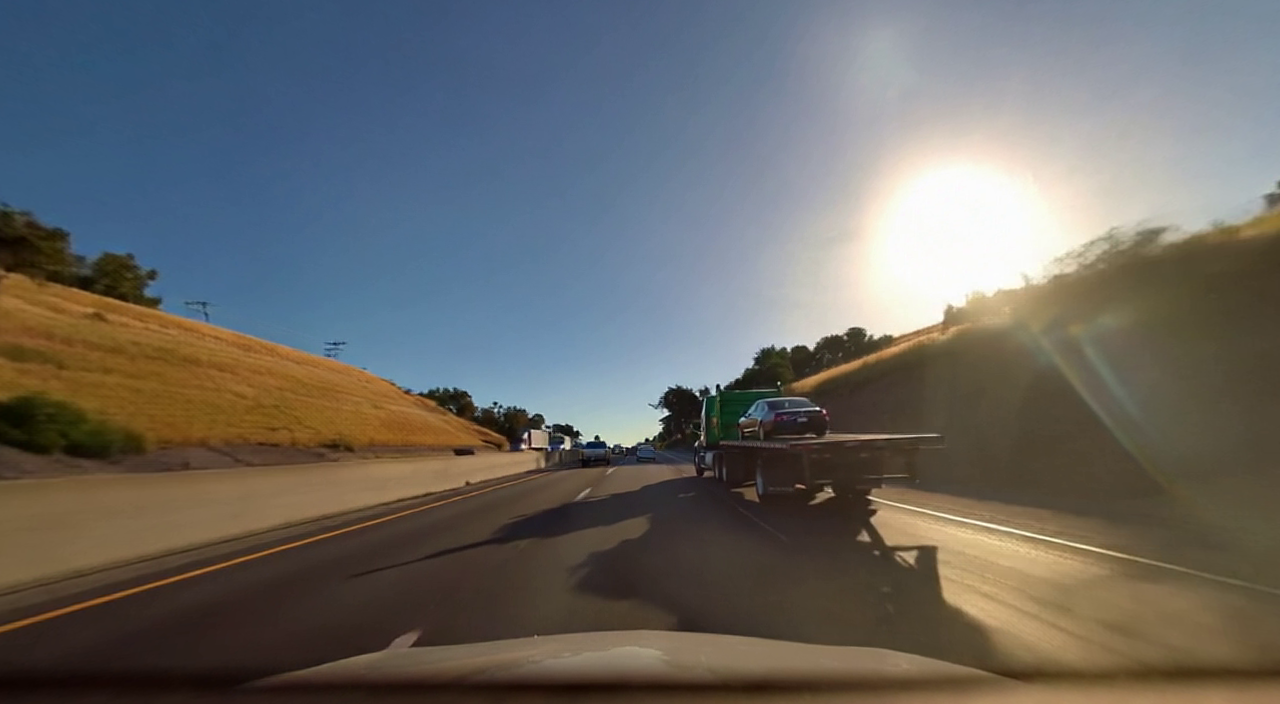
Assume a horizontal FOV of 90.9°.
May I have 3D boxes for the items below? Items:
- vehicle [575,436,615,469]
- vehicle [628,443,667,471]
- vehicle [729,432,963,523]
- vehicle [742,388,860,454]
[{"bbox_3d":[-2.848,6.503,40.886,2.142,2.044,4.446,0,-9,2],"label":"vehicle"},{"bbox_3d":[0.438,5.919,35.608,2.086,1.497,3.681,0,-9,1],"label":"vehicle"},{"bbox_3d":[4.271,2.936,15.793,2.654,1.574,9.537,0,-9,0],"label":"vehicle"},{"bbox_3d":[4.144,1.962,17.021,1.968,1.547,4.215,0,-9,-2],"label":"vehicle"}]
